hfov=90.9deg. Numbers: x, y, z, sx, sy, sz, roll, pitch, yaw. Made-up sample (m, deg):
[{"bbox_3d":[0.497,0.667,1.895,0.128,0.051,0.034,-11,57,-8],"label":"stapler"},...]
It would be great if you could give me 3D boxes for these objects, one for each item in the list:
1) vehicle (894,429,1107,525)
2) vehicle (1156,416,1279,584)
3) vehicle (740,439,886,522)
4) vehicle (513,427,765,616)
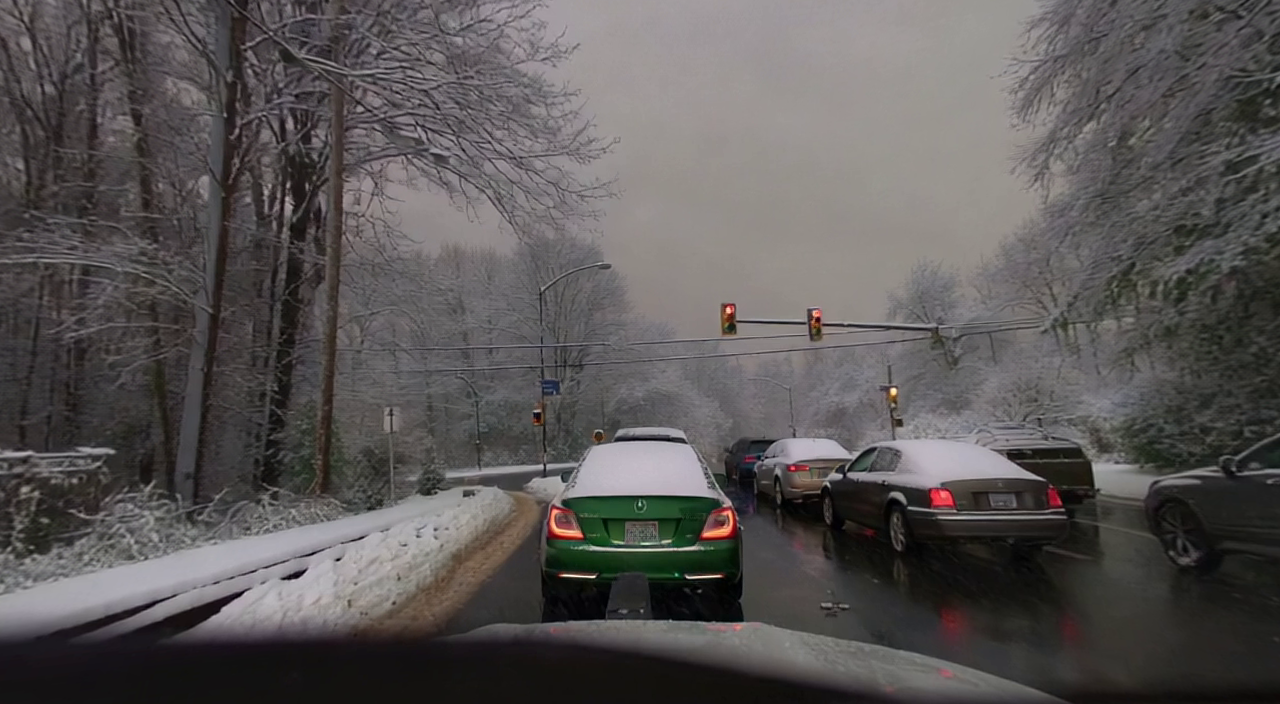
[{"bbox_3d":[7.019,2.467,12.903,1.923,1.611,4.094,0,-9,0],"label":"vehicle"},{"bbox_3d":[6.936,1.337,5.573,1.783,1.572,3.421,0,-9,1],"label":"vehicle"},{"bbox_3d":[3.536,2.718,13.823,1.934,1.494,4.446,0,-9,0],"label":"vehicle"},{"bbox_3d":[0.012,1.679,7.096,2.015,1.502,3.898,0,-9,1],"label":"vehicle"}]
